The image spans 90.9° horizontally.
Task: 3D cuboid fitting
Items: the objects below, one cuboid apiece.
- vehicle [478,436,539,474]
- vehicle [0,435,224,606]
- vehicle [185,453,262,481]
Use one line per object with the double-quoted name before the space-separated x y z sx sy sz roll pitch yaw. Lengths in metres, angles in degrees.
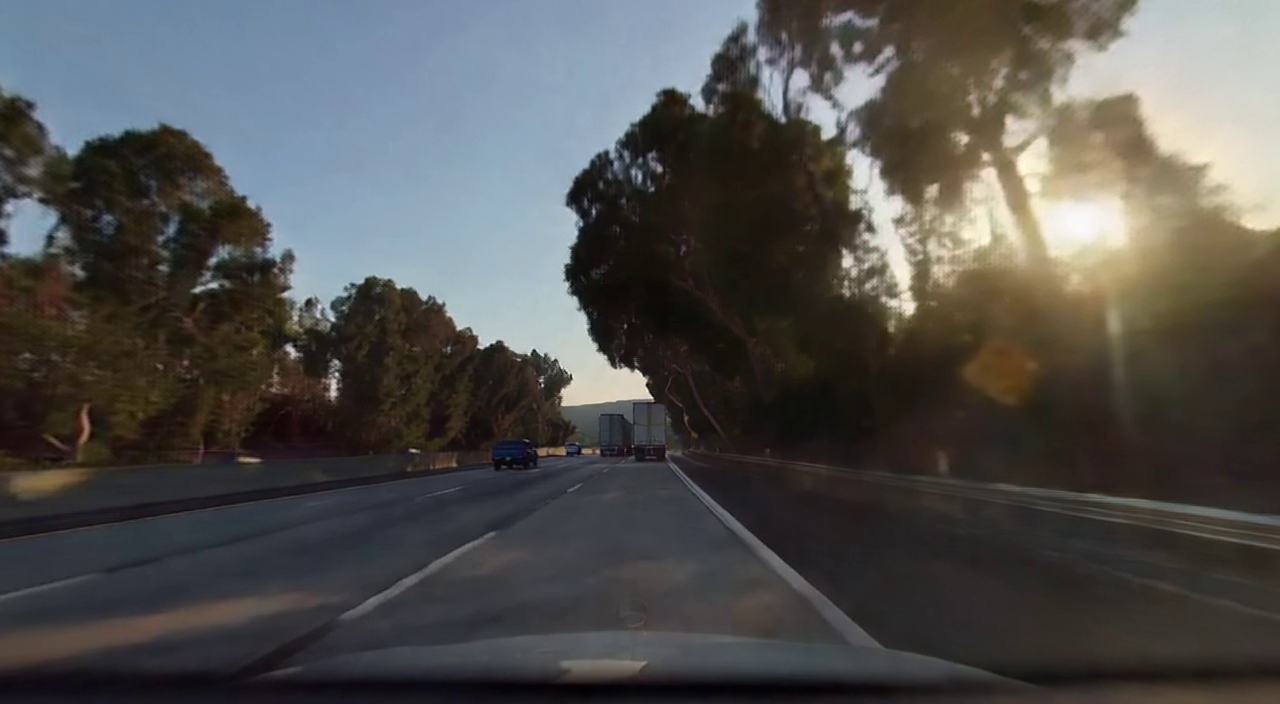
"vehicle" -6.924 5.478 33.751 2.149 1.884 4.627 0 -8 1
"vehicle" -7.890 1.902 7.451 2.258 1.785 5.318 0 -8 1
"vehicle" -29.754 8.208 45.256 2.067 1.818 4.917 0 -8 1
